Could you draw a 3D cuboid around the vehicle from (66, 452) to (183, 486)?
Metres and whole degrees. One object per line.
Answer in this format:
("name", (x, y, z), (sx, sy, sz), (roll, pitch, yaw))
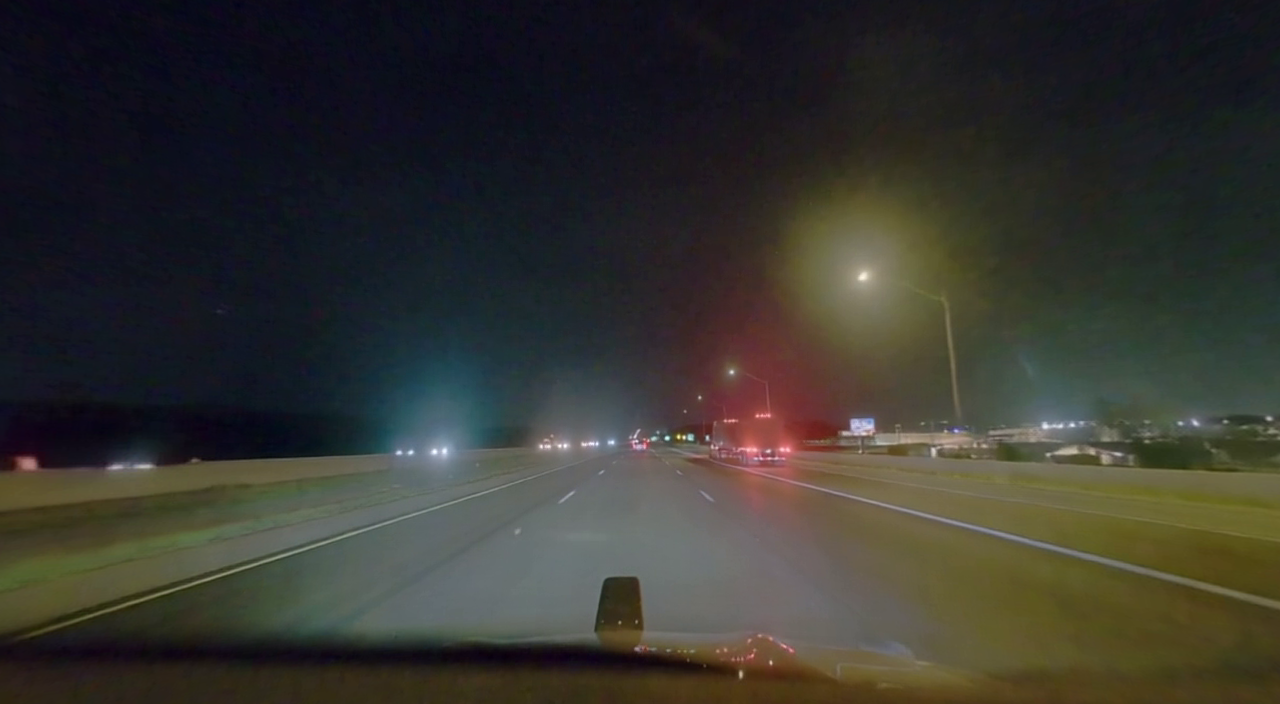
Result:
("vehicle", (-25.656, 5.798, 31.691), (1.900, 1.493, 4.739), (0, -8, 0))

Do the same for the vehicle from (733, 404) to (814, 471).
("vehicle", (7.012, 4.693, 34.480), (2.793, 3.204, 7.997), (0, -8, 1))
